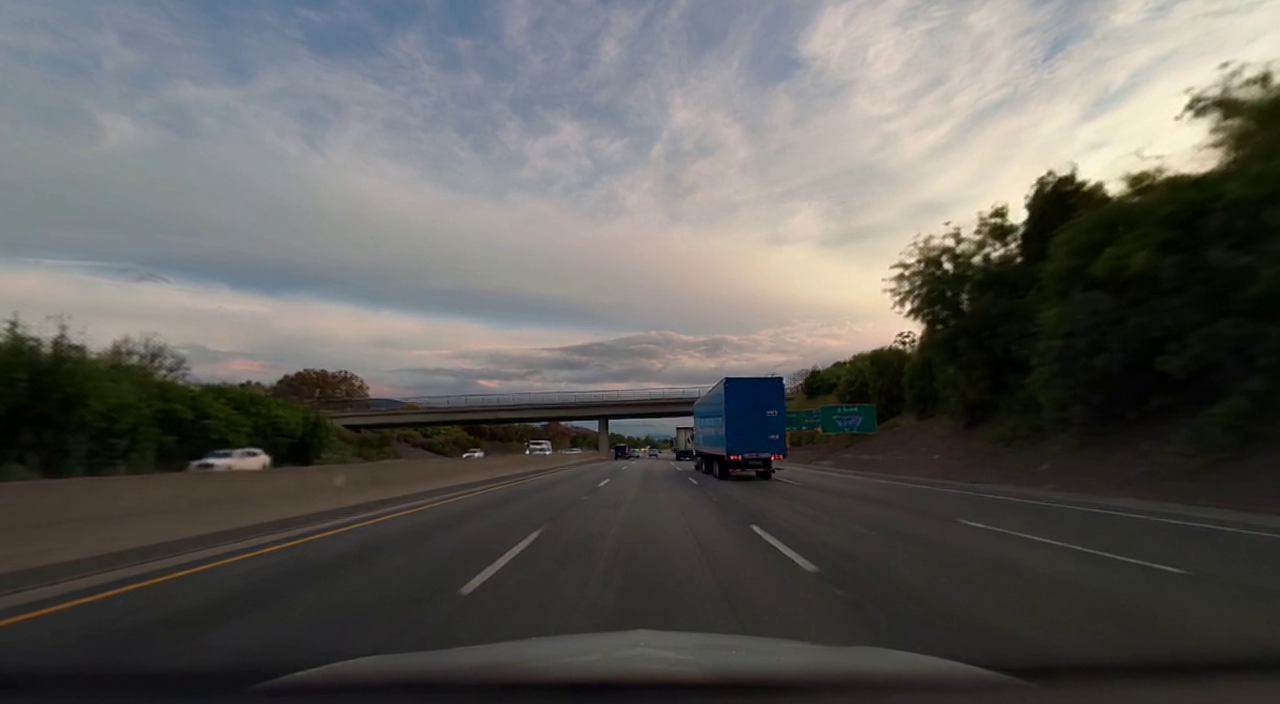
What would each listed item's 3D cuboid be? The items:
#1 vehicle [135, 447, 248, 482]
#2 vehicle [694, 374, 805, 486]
[{"bbox_3d":[-20.678,5.186,29.343,1.850,1.504,4.549,0,-9,1],"label":"vehicle"},{"bbox_3d":[4.565,3.897,29.947,2.825,4.054,14.210,0,-9,0],"label":"vehicle"}]
